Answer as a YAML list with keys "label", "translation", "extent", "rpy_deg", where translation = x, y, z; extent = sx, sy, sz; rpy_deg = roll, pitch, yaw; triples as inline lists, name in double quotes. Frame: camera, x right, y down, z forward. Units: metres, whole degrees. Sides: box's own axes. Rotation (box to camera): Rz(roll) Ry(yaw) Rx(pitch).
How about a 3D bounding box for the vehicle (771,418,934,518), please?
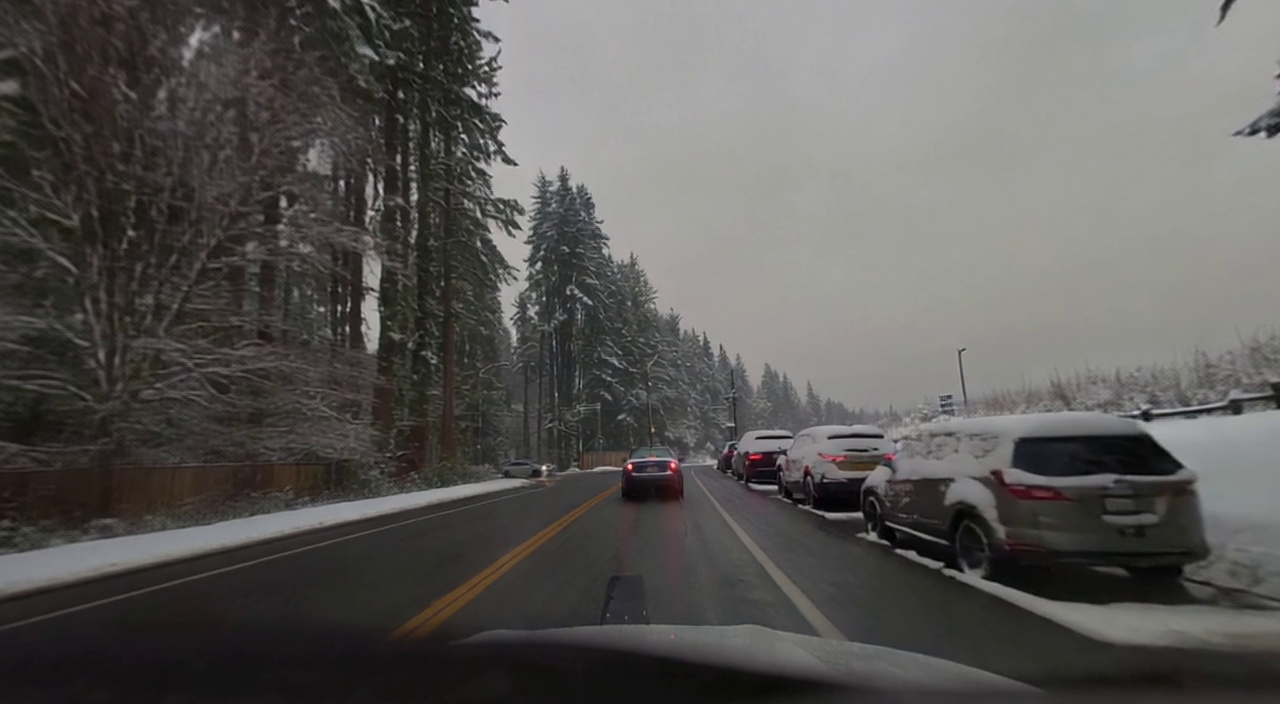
- label: "vehicle"
  translation: [4.390, 2.469, 13.930]
  extent: [2.093, 1.822, 4.483]
  rpy_deg: [0, -8, 1]

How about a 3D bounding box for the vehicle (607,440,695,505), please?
- label: "vehicle"
  translation: [0.310, 3.158, 16.975]
  extent: [2.078, 1.521, 4.058]
  rpy_deg: [0, -8, 2]

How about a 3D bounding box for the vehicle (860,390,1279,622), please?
- label: "vehicle"
  translation: [4.248, 1.489, 7.074]
  extent: [1.969, 1.738, 4.515]
  rpy_deg: [0, -8, 1]
